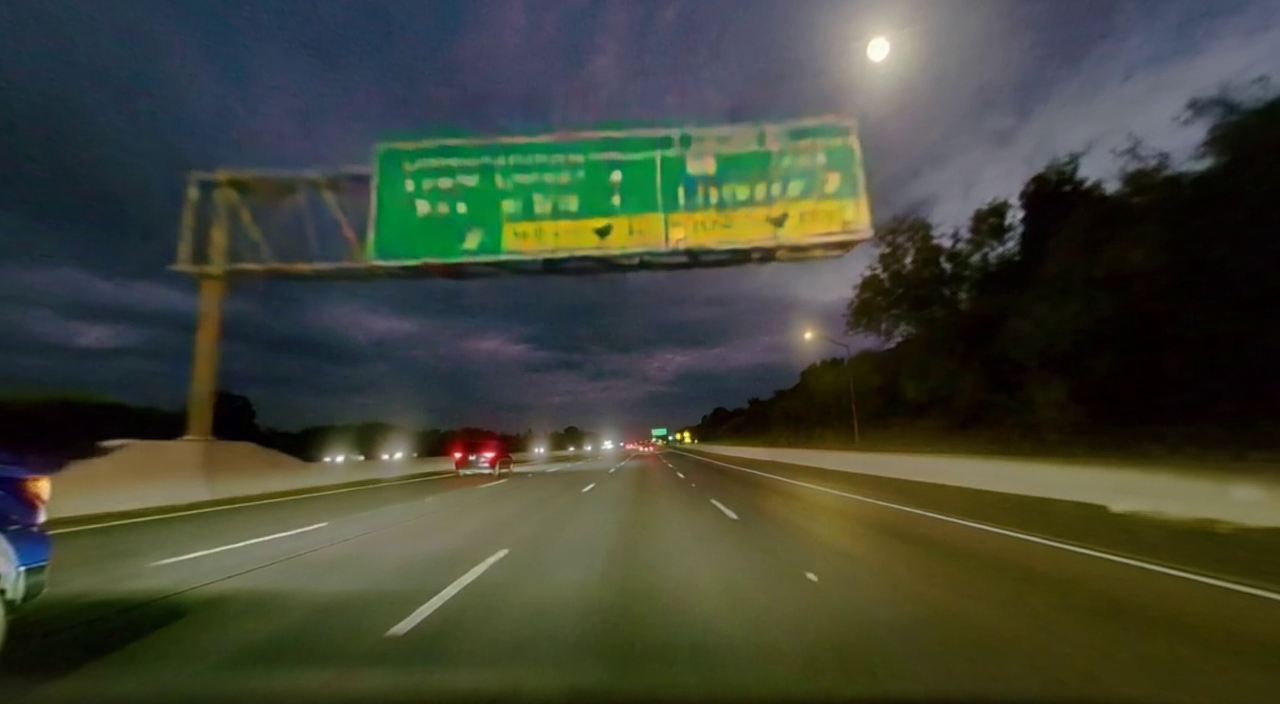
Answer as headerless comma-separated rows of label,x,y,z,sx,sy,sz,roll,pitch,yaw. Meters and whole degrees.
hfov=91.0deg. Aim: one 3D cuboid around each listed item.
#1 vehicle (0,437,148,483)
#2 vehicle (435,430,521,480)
vehicle,-25.102,4.697,27.761,2.163,1.815,5.677,0,-9,0
vehicle,-6.884,4.465,27.479,2.260,1.917,5.499,0,-9,0
